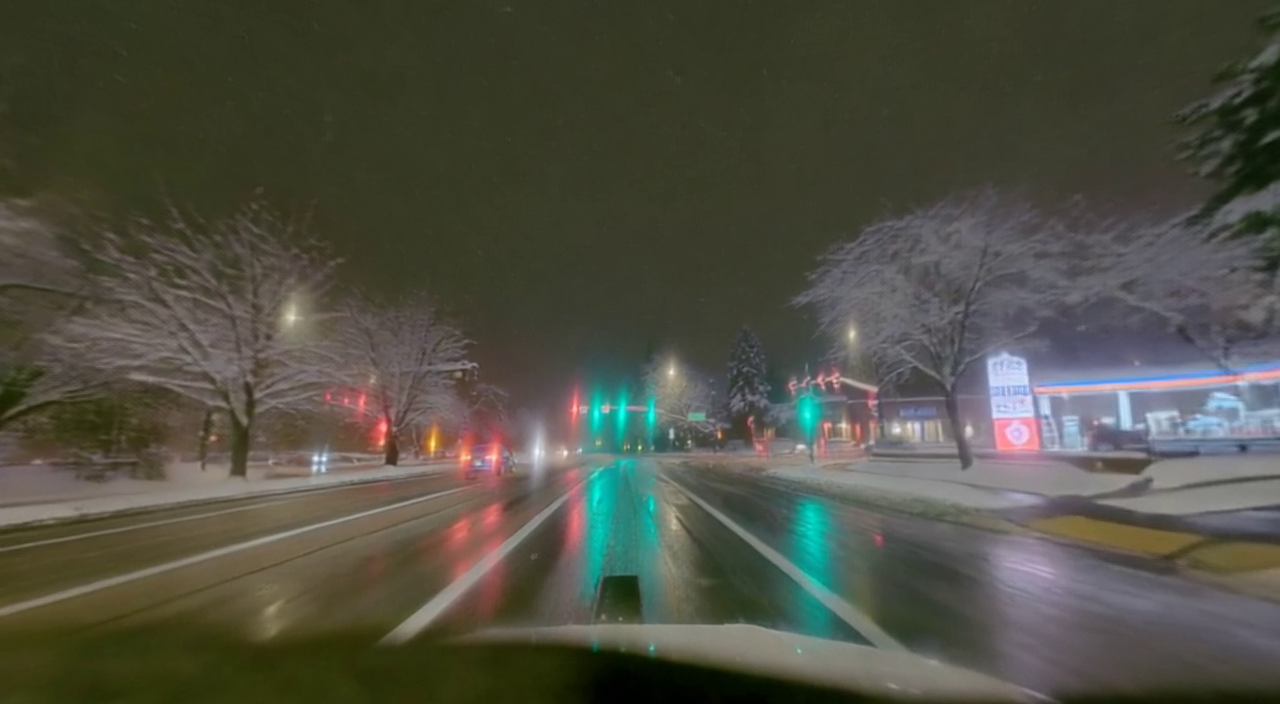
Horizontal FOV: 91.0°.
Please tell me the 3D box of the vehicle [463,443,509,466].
[{"bbox_3d":[-10.267,6.889,42.406,1.899,1.460,4.880,0,-8,0],"label":"vehicle"}]
